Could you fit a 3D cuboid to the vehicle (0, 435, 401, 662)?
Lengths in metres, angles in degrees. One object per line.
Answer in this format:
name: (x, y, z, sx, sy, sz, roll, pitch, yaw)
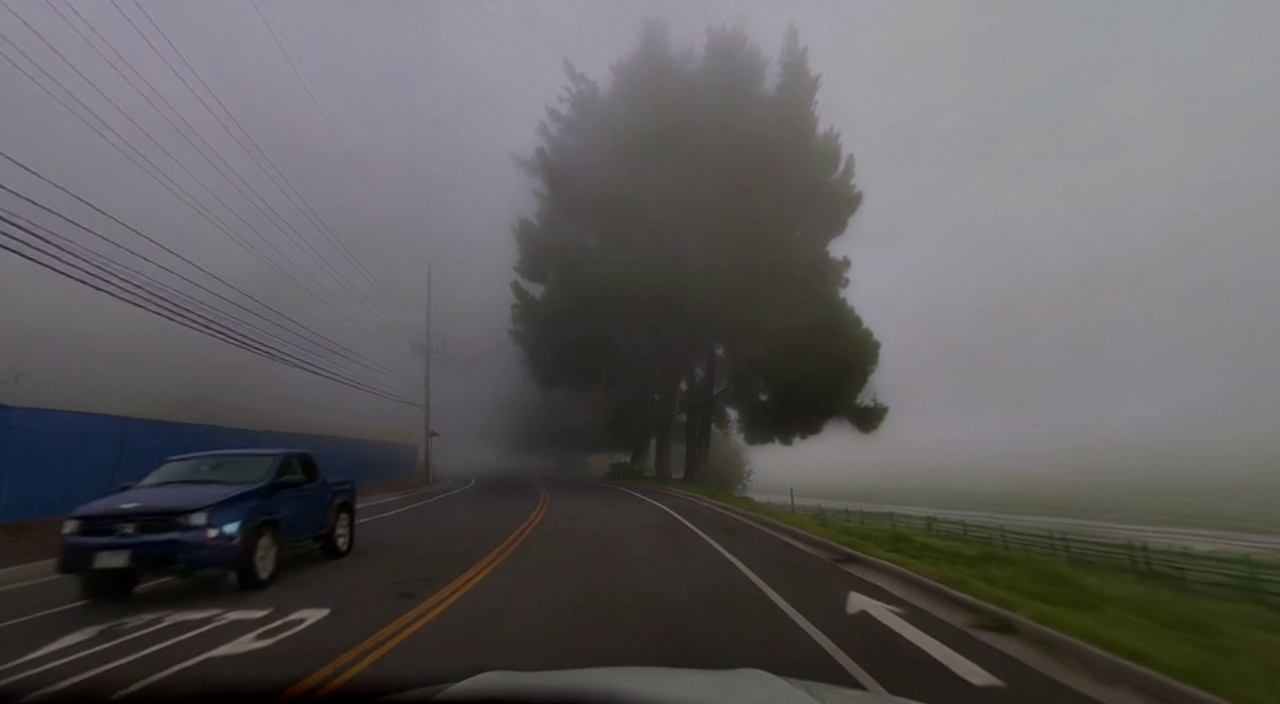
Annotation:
vehicle: (-4.309, 1.650, 6.506, 2.034, 1.479, 4.521, 0, -9, -2)
